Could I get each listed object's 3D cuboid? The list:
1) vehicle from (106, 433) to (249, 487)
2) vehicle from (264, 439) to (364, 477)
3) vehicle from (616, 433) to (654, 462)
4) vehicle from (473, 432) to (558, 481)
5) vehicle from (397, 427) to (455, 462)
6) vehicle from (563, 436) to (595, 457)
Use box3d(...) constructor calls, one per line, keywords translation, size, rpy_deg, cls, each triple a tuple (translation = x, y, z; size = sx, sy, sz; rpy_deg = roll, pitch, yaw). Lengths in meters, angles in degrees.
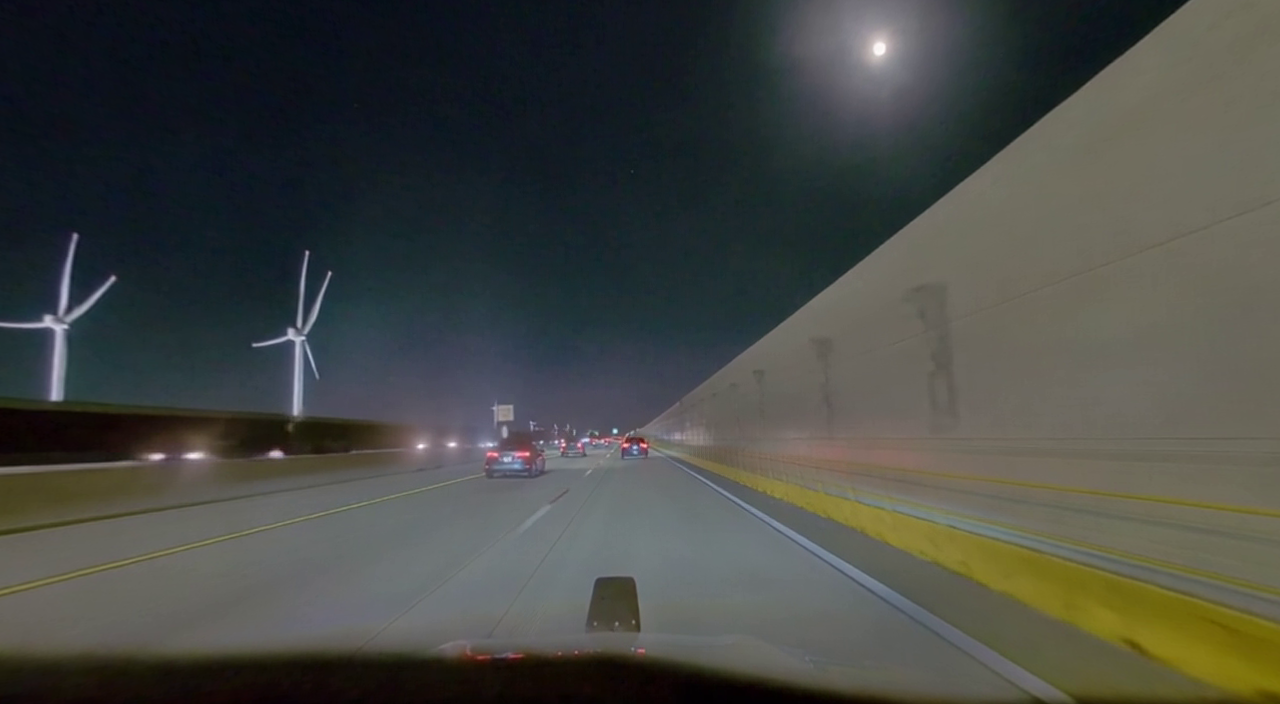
box3d(translation=(-17.955, 4.162, 24.840), size=(2.109, 1.898, 4.672), rpy_deg=(0, -8, -1), cls="vehicle")
box3d(translation=(-13.687, 4.442, 26.740), size=(2.102, 1.424, 4.011), rpy_deg=(0, -8, -1), cls="vehicle")
box3d(translation=(-0.287, 5.299, 35.153), size=(2.027, 1.550, 3.607), rpy_deg=(0, -8, -1), cls="vehicle")
box3d(translation=(-4.144, 3.548, 21.822), size=(1.998, 1.468, 4.635), rpy_deg=(0, -8, 0), cls="vehicle")
box3d(translation=(-13.917, 6.024, 41.260), size=(2.055, 2.120, 5.013), rpy_deg=(0, -8, 0), cls="vehicle")
box3d(translation=(-4.454, 6.923, 46.416), size=(2.059, 1.436, 3.802), rpy_deg=(0, -8, -1), cls="vehicle")
